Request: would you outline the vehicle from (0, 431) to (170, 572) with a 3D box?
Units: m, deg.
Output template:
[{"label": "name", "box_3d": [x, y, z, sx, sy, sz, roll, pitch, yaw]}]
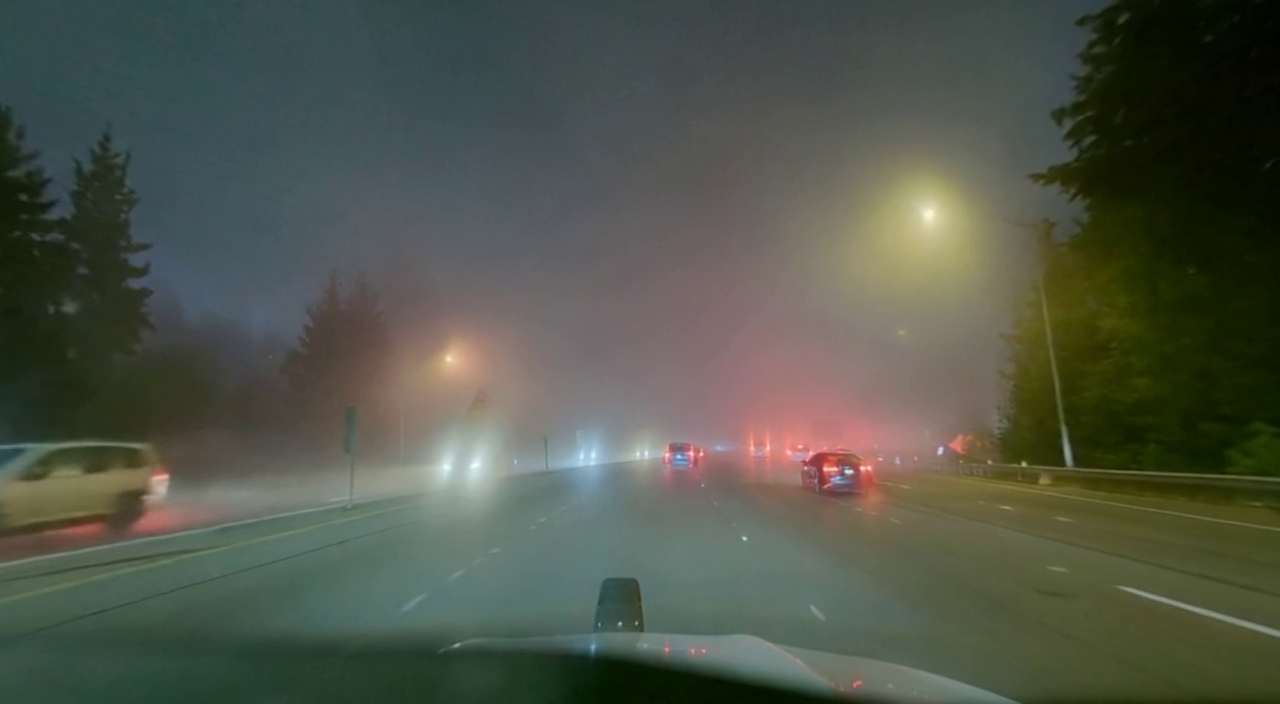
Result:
[{"label": "vehicle", "box_3d": [-9.186, 1.977, 8.507, 2.151, 1.770, 4.512, 0, -9, 1]}]

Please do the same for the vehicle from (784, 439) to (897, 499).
[{"label": "vehicle", "box_3d": [5.511, 3.262, 17.999, 2.044, 1.474, 4.083, -1, -9, 3]}]

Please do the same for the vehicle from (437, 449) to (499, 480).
[{"label": "vehicle", "box_3d": [-10.126, 6.636, 37.491, 2.032, 1.657, 4.271, -1, -9, 7]}]

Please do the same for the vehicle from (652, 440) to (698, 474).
[{"label": "vehicle", "box_3d": [1.960, 5.611, 33.837, 2.201, 1.676, 4.541, -1, -9, 6]}]
